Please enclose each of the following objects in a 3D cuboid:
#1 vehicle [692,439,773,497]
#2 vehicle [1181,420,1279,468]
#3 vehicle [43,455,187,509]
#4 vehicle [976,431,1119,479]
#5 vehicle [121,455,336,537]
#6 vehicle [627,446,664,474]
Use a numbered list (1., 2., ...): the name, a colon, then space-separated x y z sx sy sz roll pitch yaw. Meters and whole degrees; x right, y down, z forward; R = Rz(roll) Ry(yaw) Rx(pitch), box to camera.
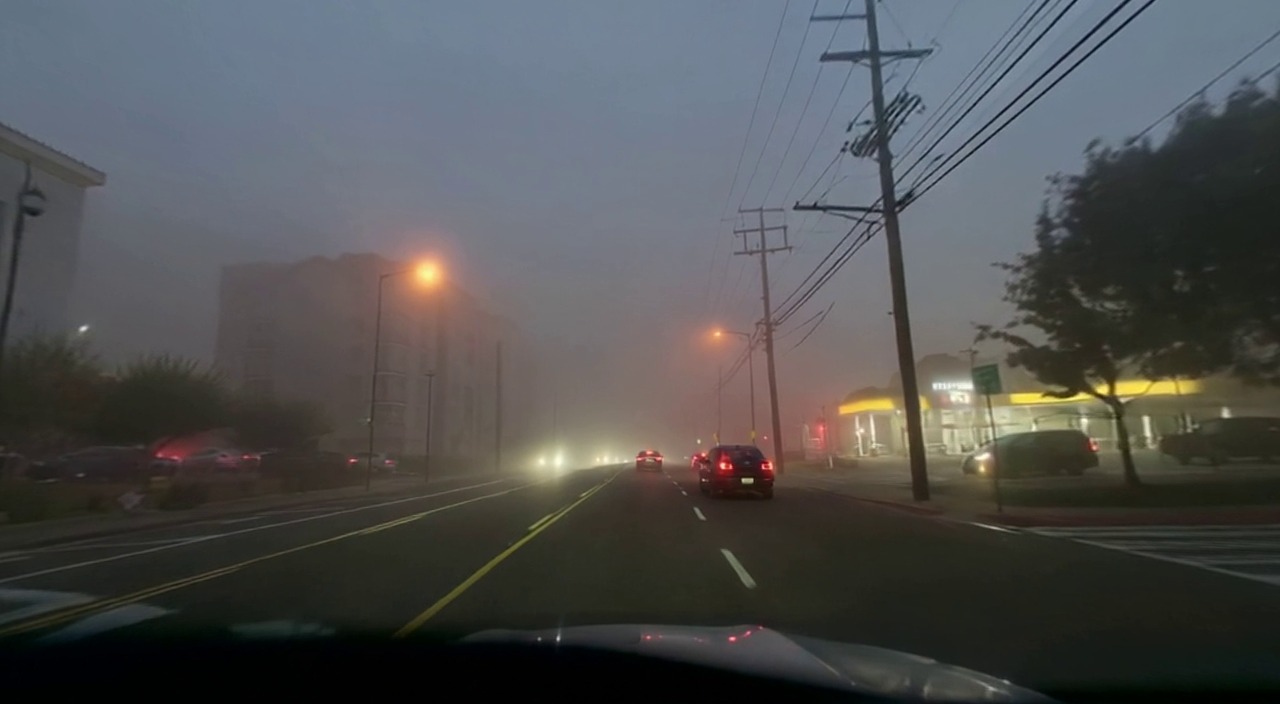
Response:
1. vehicle: 2.847 3.660 20.466 1.945 1.647 4.160 0 -8 -1
2. vehicle: 21.594 3.189 22.070 1.856 1.530 3.933 0 -8 1
3. vehicle: -17.076 4.215 20.610 3.631 1.452 1.610 -3 -3 9
4. vehicle: 14.191 3.592 22.393 1.846 1.480 4.649 0 -8 -2
5. vehicle: -9.066 3.157 14.506 1.859 1.451 4.447 -1 -8 1
6. vehicle: 0.340 6.101 35.979 1.999 1.487 3.939 0 -8 1
